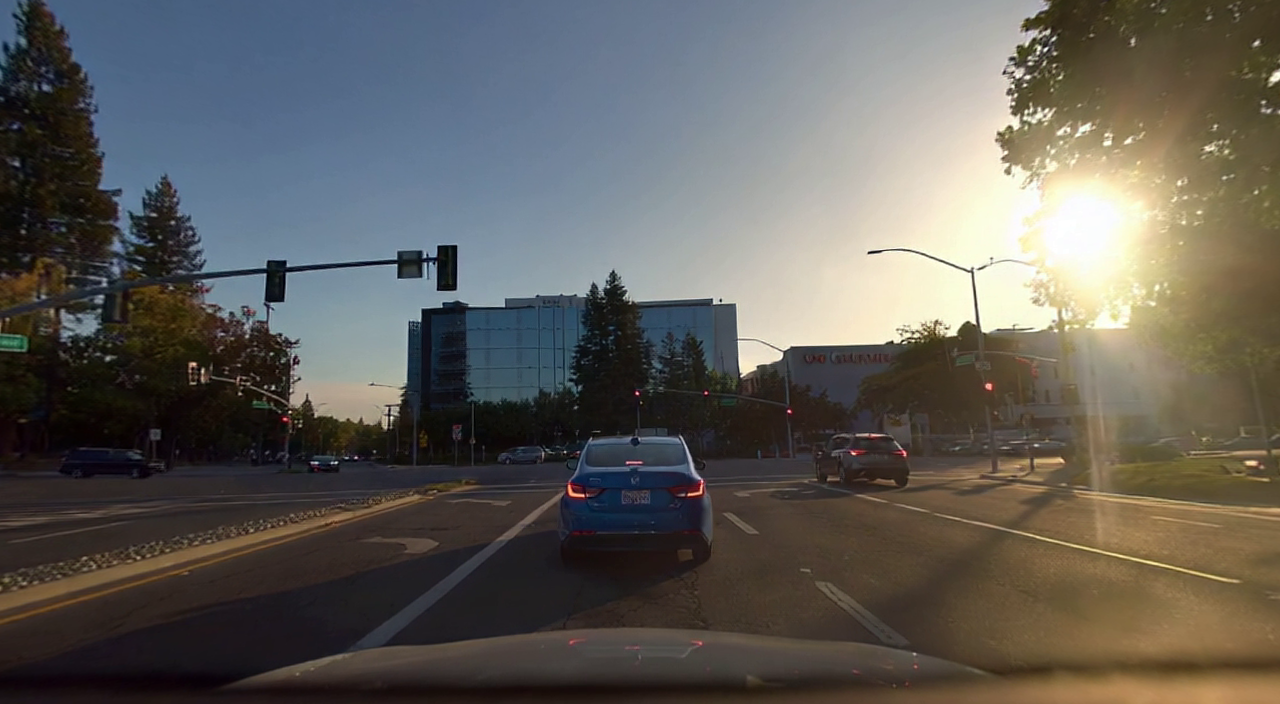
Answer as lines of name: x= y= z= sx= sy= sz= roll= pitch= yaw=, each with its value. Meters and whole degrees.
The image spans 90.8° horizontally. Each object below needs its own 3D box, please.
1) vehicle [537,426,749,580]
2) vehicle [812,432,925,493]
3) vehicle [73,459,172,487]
vehicle: x=-0.025 y=1.795 z=8.373 sx=2.070 sy=1.488 sz=4.206 roll=0 pitch=-8 yaw=-2
vehicle: x=7.054 y=3.440 z=20.057 sx=2.039 sy=1.692 sz=4.319 roll=0 pitch=-8 yaw=1
vehicle: x=-32.388 y=7.560 z=39.643 sx=4.401 sy=1.625 sz=1.863 roll=0 pitch=-8 yaw=-4
